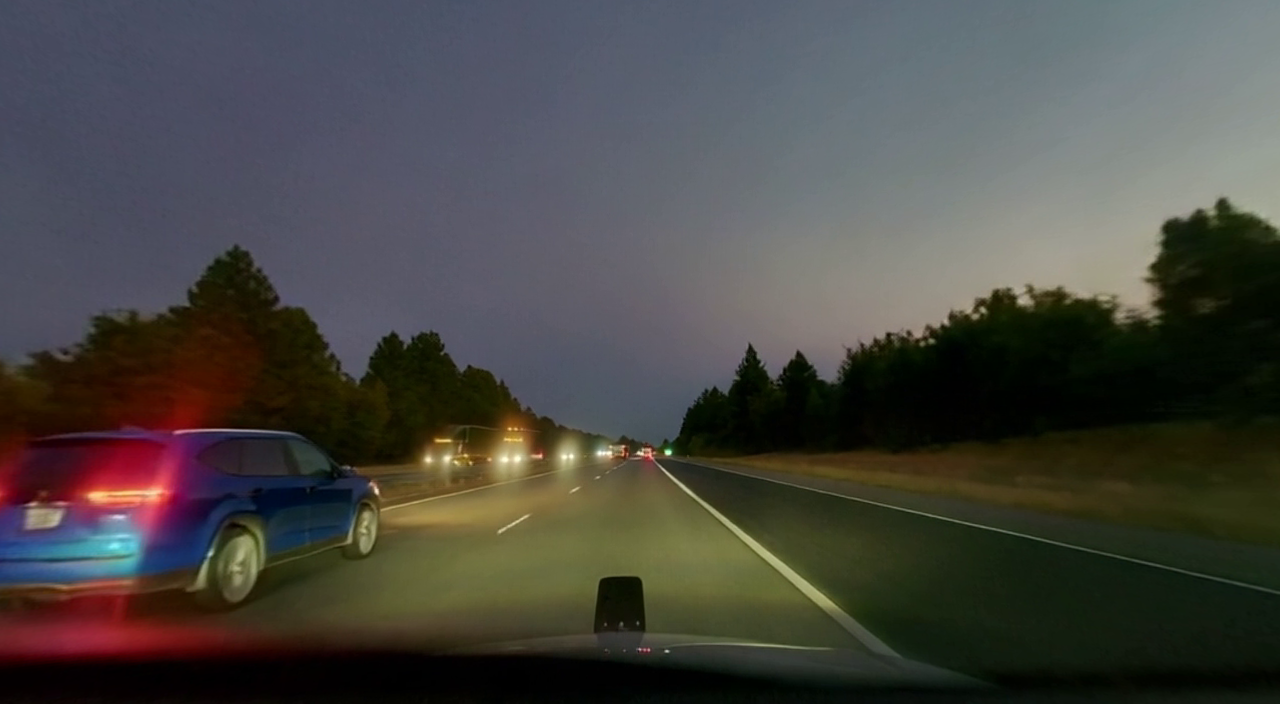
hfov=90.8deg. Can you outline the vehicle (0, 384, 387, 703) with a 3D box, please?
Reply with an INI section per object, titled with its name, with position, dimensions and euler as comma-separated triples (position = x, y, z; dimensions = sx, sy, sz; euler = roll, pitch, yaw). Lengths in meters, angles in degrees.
[vehicle]
position = -4.356, 1.387, 5.810
dimensions = 2.110, 1.727, 4.607
euler = 0, -9, 0
